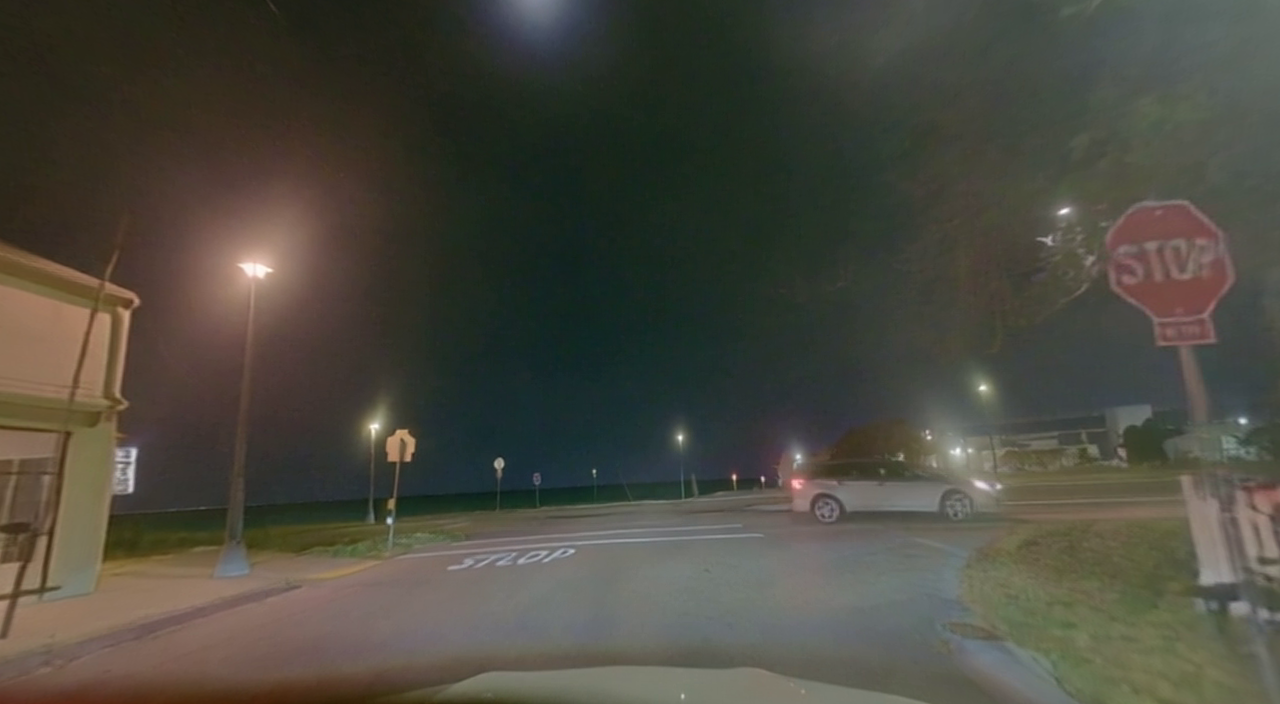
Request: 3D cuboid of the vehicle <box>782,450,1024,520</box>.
[{"bbox_3d":[6.628,3.309,16.367,5.323,1.479,2.112,-8,-11,40],"label":"vehicle"}]
